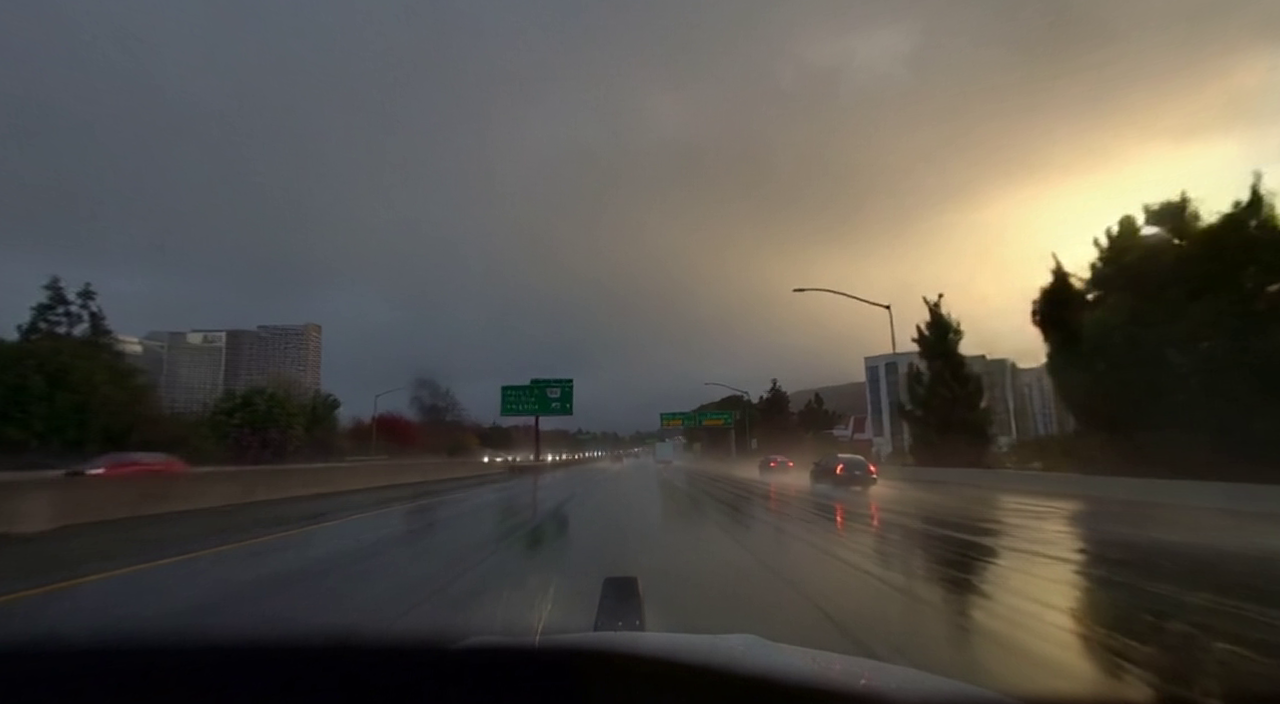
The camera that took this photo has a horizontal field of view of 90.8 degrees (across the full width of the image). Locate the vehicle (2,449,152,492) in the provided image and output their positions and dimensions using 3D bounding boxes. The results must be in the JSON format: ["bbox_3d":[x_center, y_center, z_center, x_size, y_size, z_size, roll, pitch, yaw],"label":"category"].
[{"bbox_3d":[-22.824,4.788,25.921,1.914,1.615,4.545,0,-9,0],"label":"vehicle"}]

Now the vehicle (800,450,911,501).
[{"bbox_3d":[7.027,4.065,21.254,1.861,1.500,4.860,0,-9,-2],"label":"vehicle"}]

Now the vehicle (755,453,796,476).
[{"bbox_3d":[9.487,7.896,44.564,1.878,1.509,4.327,0,-9,0],"label":"vehicle"}]
